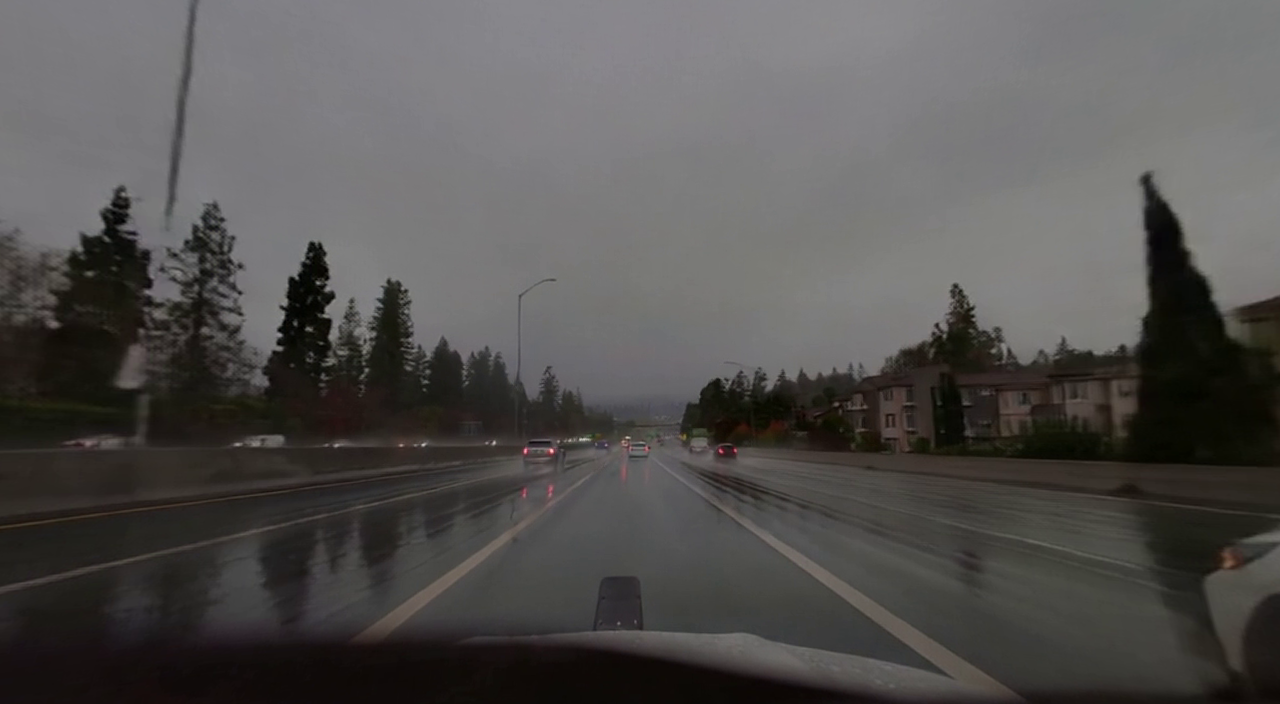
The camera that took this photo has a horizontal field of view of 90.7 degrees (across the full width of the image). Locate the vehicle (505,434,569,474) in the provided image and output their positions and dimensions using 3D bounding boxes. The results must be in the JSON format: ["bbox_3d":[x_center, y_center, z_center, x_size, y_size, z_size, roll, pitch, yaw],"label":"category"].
[{"bbox_3d":[-4.689,4.710,29.467,2.260,1.706,4.177,0,-8,0],"label":"vehicle"}]

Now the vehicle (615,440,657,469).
[{"bbox_3d":[-0.241,5.624,34.827,2.146,1.485,4.332,0,-8,-1],"label":"vehicle"}]
